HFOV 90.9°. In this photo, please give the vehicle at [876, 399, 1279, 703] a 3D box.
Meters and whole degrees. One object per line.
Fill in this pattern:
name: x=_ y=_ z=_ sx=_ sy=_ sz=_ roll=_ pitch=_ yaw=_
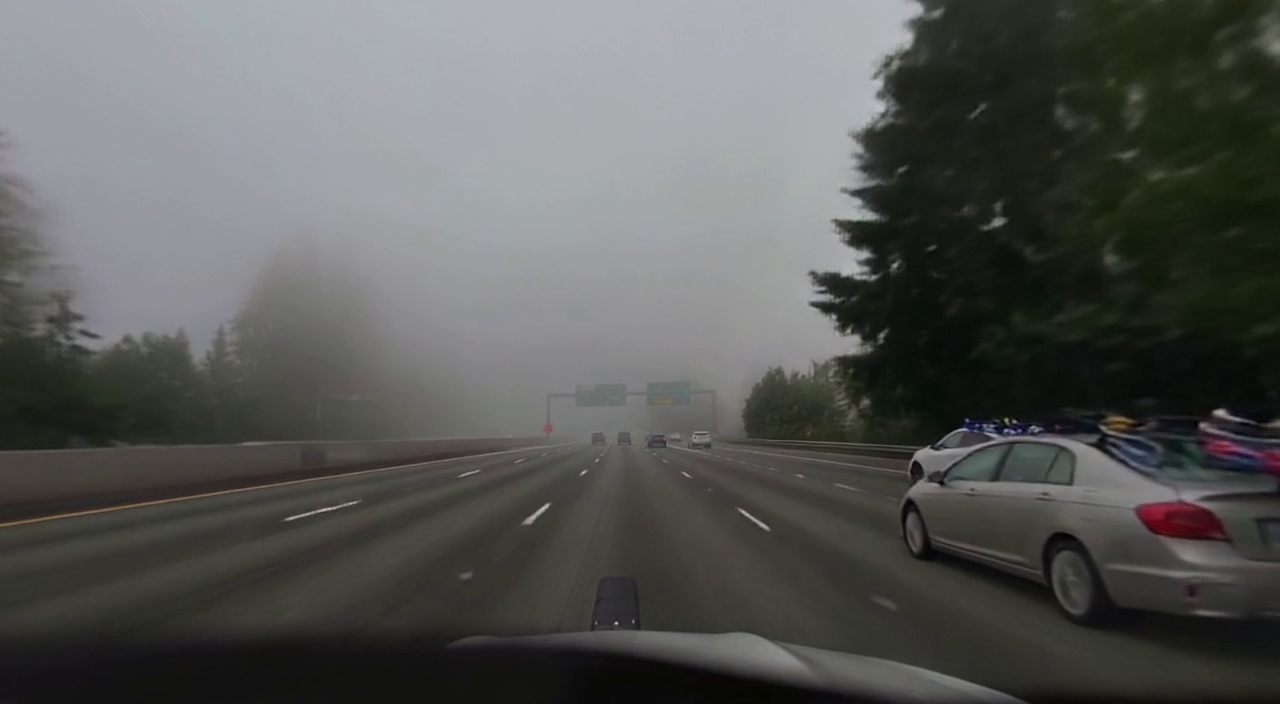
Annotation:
vehicle: x=3.726 y=1.178 z=4.604 sx=2.094 sy=1.441 sz=4.568 roll=0 pitch=-8 yaw=-2
